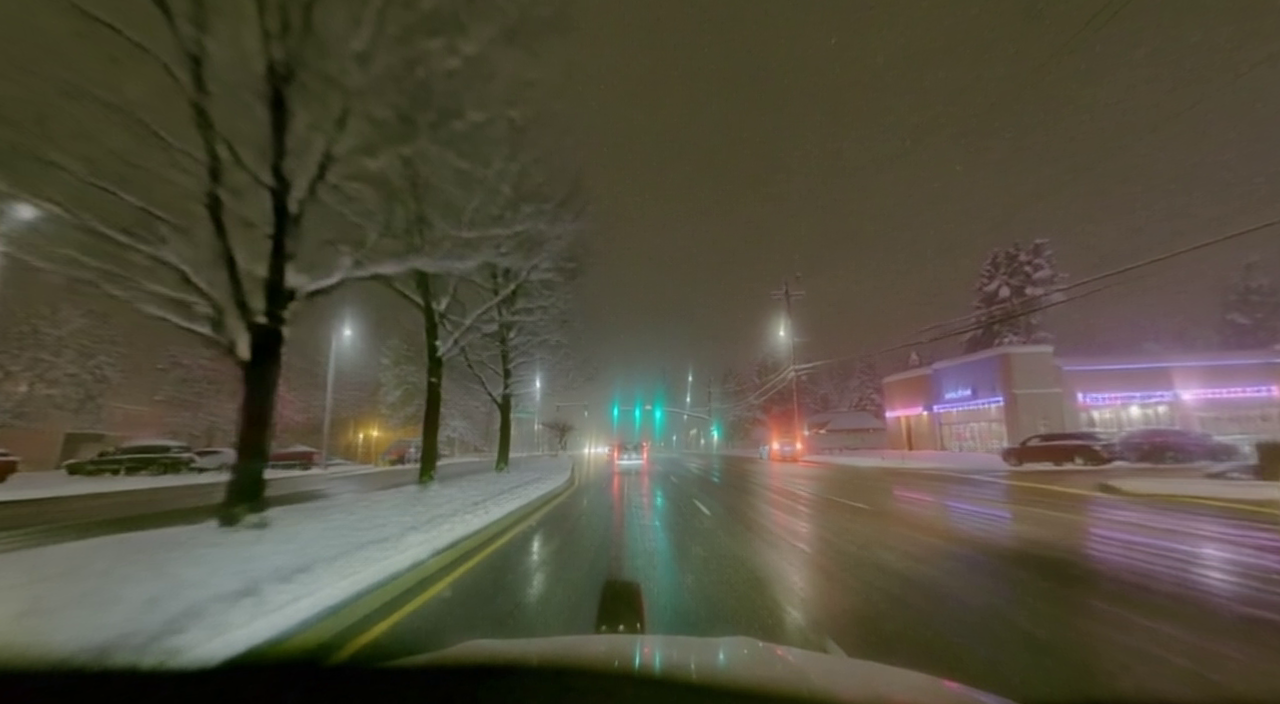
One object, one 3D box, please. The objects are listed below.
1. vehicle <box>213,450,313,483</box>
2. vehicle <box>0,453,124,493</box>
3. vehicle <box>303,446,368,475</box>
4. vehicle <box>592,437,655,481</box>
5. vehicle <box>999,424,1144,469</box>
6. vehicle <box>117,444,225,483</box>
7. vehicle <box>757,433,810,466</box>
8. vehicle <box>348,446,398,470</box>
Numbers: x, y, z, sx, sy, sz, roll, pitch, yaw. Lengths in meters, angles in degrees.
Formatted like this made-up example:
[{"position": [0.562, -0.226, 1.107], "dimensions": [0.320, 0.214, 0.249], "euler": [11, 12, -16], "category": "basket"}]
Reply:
[{"position": [-19.384, 5.876, 32.852], "dimensions": [2.083, 1.481, 5.103], "euler": [0, -8, 0], "category": "vehicle"}, {"position": [-24.721, 5.043, 26.651], "dimensions": [1.893, 1.451, 4.809], "euler": [0, -8, -1], "category": "vehicle"}, {"position": [-19.256, 6.847, 40.161], "dimensions": [1.896, 1.620, 4.542], "euler": [-2, -8, 0], "category": "vehicle"}, {"position": [-0.652, 4.011, 23.941], "dimensions": [2.185, 1.473, 3.925], "euler": [0, -8, -3], "category": "vehicle"}, {"position": [18.753, 4.167, 27.947], "dimensions": [2.253, 1.771, 5.722], "euler": [0, -8, -2], "category": "vehicle"}, {"position": [-24.272, 5.750, 32.994], "dimensions": [1.985, 1.821, 4.774], "euler": [0, -8, -1], "category": "vehicle"}, {"position": [10.127, 6.941, 45.123], "dimensions": [2.266, 2.118, 5.742], "euler": [0, -8, -1], "category": "vehicle"}, {"position": [-19.479, 7.729, 46.309], "dimensions": [1.905, 1.698, 4.408], "euler": [0, -8, -3], "category": "vehicle"}]
